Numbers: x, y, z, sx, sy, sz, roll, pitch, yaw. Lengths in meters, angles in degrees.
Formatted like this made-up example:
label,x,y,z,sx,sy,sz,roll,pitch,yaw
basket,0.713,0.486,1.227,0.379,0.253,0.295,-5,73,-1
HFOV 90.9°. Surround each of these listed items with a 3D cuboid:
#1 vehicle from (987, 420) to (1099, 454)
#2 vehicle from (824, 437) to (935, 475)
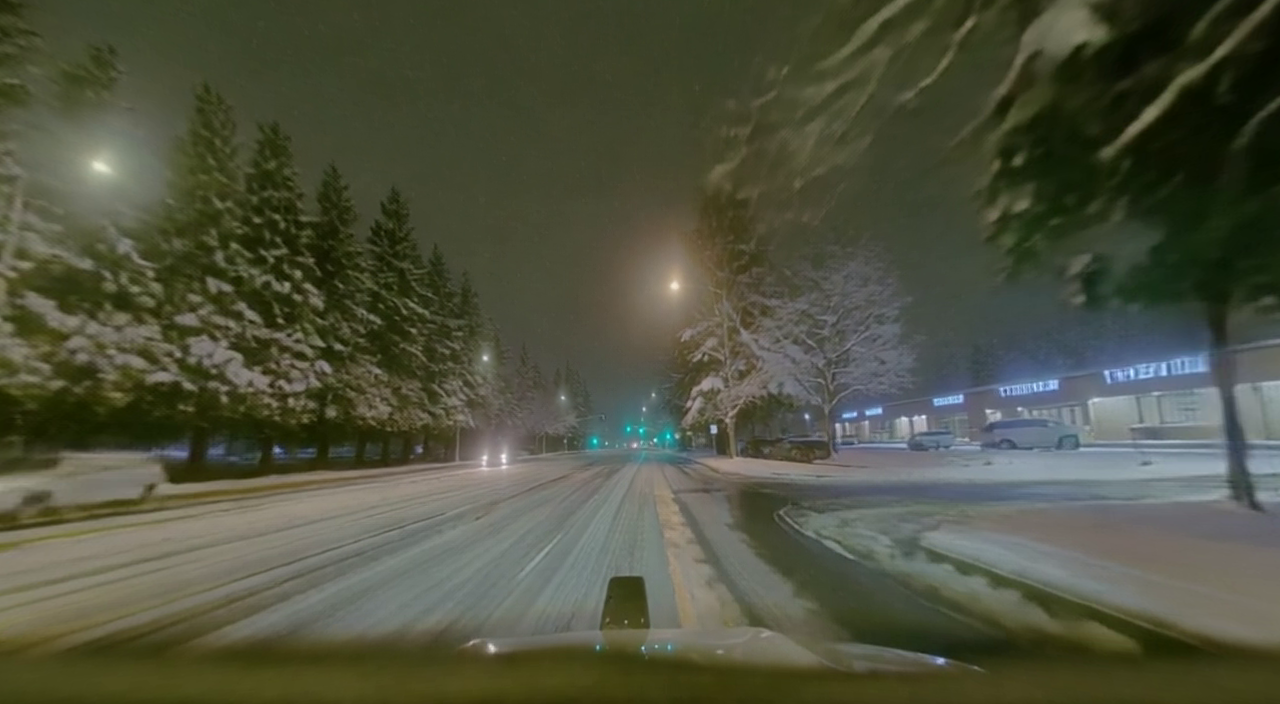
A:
label,x,y,z,sx,sy,sz,roll,pitch,yaw
vehicle,22.720,4.785,35.665,4.759,1.564,2.117,-3,-7,0
vehicle,11.156,4.893,29.621,4.361,1.462,1.857,-4,-9,1
